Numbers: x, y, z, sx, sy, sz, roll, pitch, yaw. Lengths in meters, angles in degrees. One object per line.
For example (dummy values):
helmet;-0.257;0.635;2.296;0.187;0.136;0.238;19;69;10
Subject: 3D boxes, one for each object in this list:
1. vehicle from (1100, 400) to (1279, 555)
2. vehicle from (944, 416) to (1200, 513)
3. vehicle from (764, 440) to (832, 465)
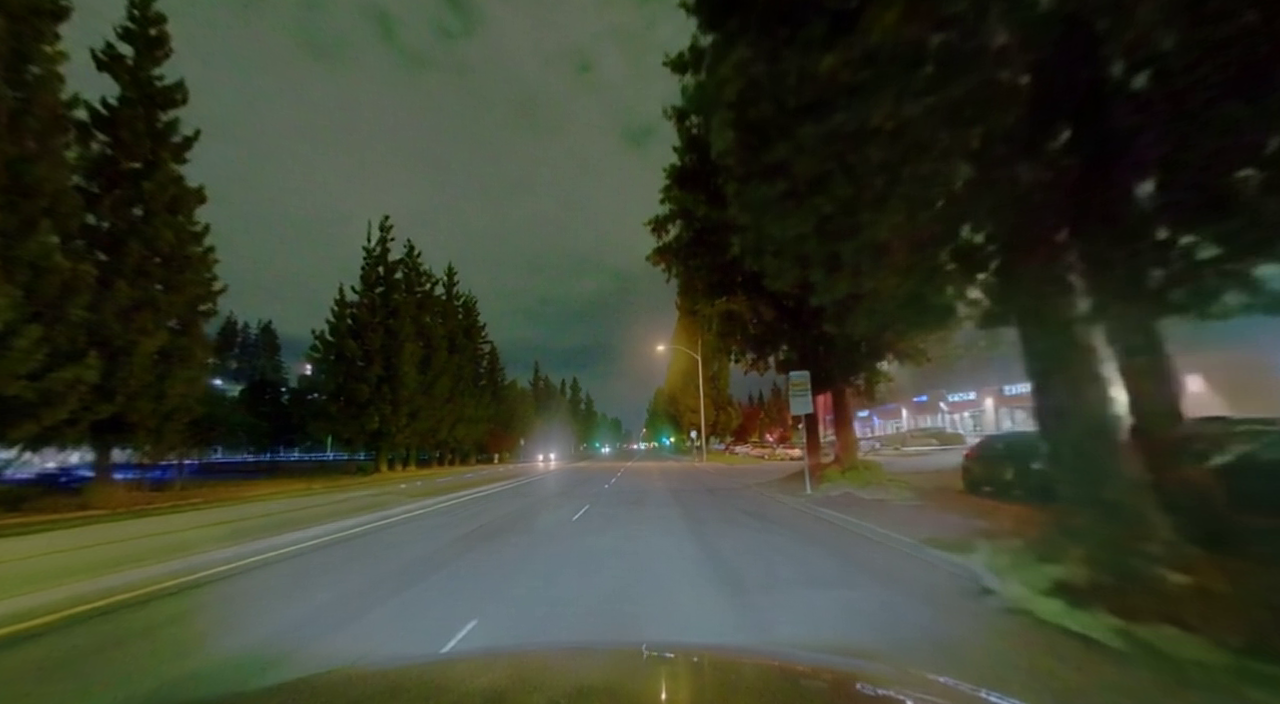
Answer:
vehicle;7.704;1.328;6.750;1.896;1.615;4.778;-1;-10;0
vehicle;7.899;2.122;12.180;2.004;1.498;4.208;-1;-9;1
vehicle;11.290;7.221;45.267;4.361;1.462;1.857;-3;-11;1
